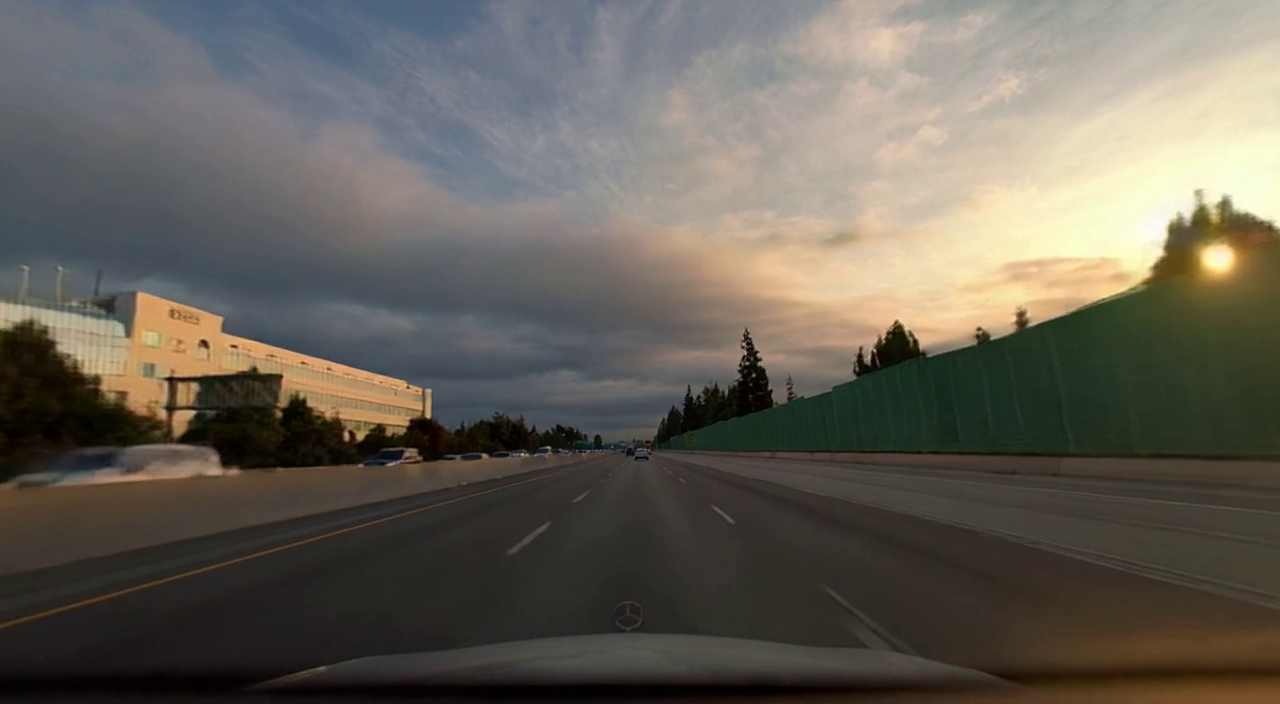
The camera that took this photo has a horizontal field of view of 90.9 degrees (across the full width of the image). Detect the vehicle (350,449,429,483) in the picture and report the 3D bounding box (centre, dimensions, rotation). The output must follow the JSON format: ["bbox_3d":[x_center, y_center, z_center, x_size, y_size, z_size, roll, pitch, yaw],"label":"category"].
[{"bbox_3d":[-12.045,5.485,30.636,1.986,1.494,4.310,0,-9,1],"label":"vehicle"}]

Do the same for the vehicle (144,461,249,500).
[{"bbox_3d":[-19.907,5.761,28.529,1.819,1.524,3.973,0,-9,0],"label":"vehicle"}]

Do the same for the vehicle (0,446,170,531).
[{"bbox_3d":[-11.875,2.640,12.663,1.796,1.442,3.938,0,-9,0],"label":"vehicle"}]

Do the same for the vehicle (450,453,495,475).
[{"bbox_3d":[-12.247,8.193,46.260,1.971,1.437,4.488,0,-9,1],"label":"vehicle"}]

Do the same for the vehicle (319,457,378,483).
[{"bbox_3d":[-19.556,7.887,42.507,1.911,1.582,4.406,0,-9,-1],"label":"vehicle"}]
